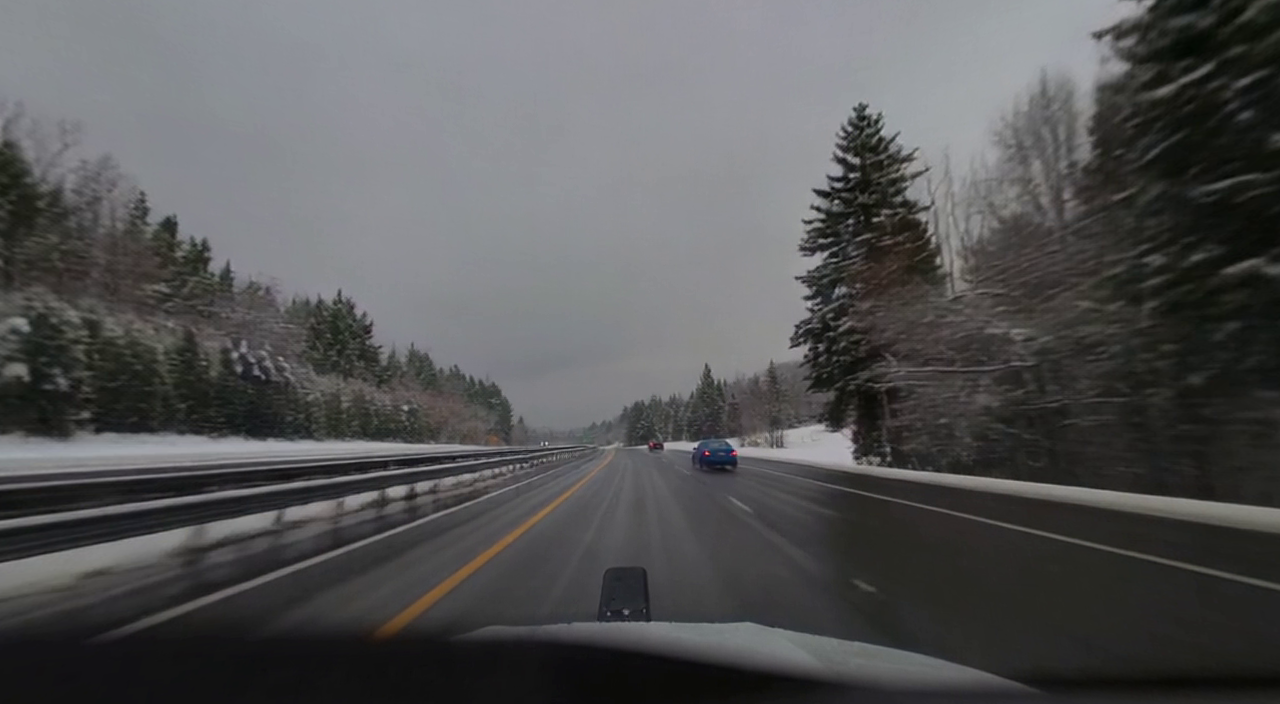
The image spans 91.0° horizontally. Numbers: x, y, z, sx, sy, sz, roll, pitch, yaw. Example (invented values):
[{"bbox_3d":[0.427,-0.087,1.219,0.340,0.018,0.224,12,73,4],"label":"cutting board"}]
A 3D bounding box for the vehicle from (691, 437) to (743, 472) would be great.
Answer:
[{"bbox_3d":[3.646,4.882,30.274,1.945,1.538,3.729,0,-8,-1],"label":"vehicle"}]
